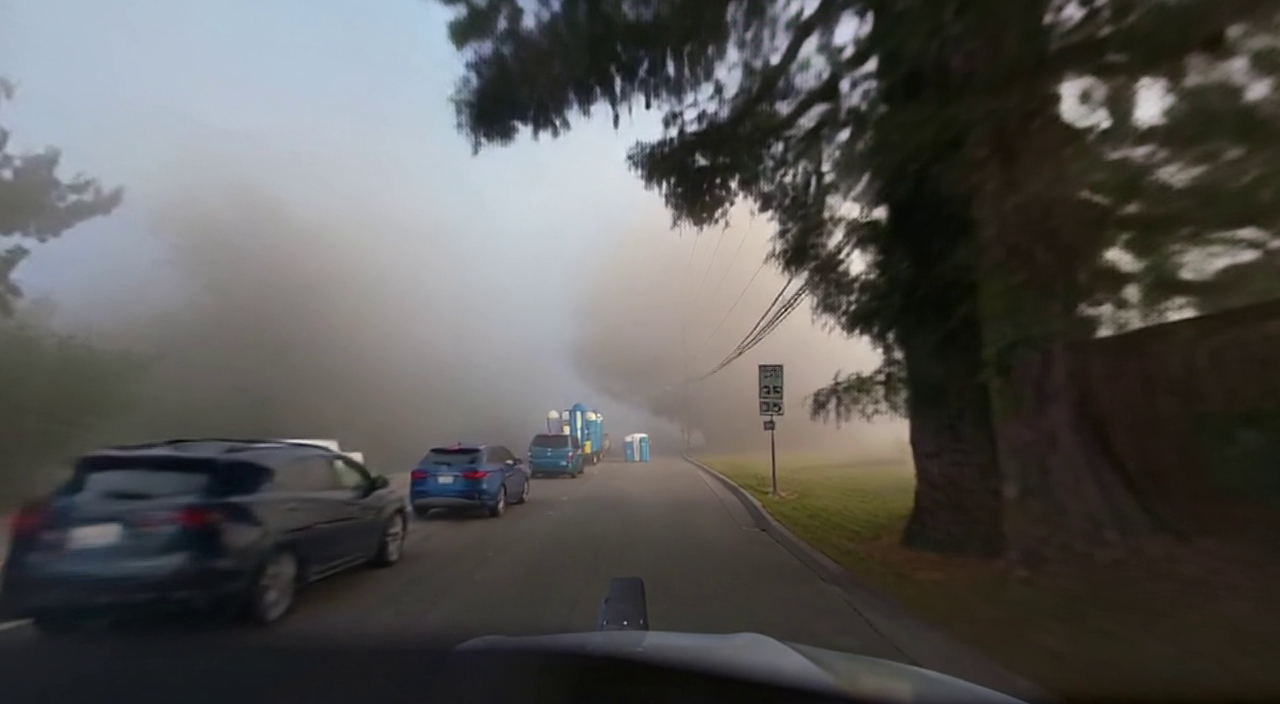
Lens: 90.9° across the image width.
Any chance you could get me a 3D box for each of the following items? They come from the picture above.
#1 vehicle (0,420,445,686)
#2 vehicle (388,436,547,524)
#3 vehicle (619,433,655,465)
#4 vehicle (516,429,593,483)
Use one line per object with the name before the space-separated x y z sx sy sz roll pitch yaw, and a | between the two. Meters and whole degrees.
vehicle | -3.549 1.480 5.914 1.972 1.486 4.547 0 -8 0
vehicle | -3.252 2.506 12.960 1.966 1.466 4.473 0 -8 0
vehicle | -0.190 6.065 39.463 2.117 1.861 4.095 0 -8 0
vehicle | -3.139 3.961 24.282 2.187 1.821 4.748 0 -8 2
